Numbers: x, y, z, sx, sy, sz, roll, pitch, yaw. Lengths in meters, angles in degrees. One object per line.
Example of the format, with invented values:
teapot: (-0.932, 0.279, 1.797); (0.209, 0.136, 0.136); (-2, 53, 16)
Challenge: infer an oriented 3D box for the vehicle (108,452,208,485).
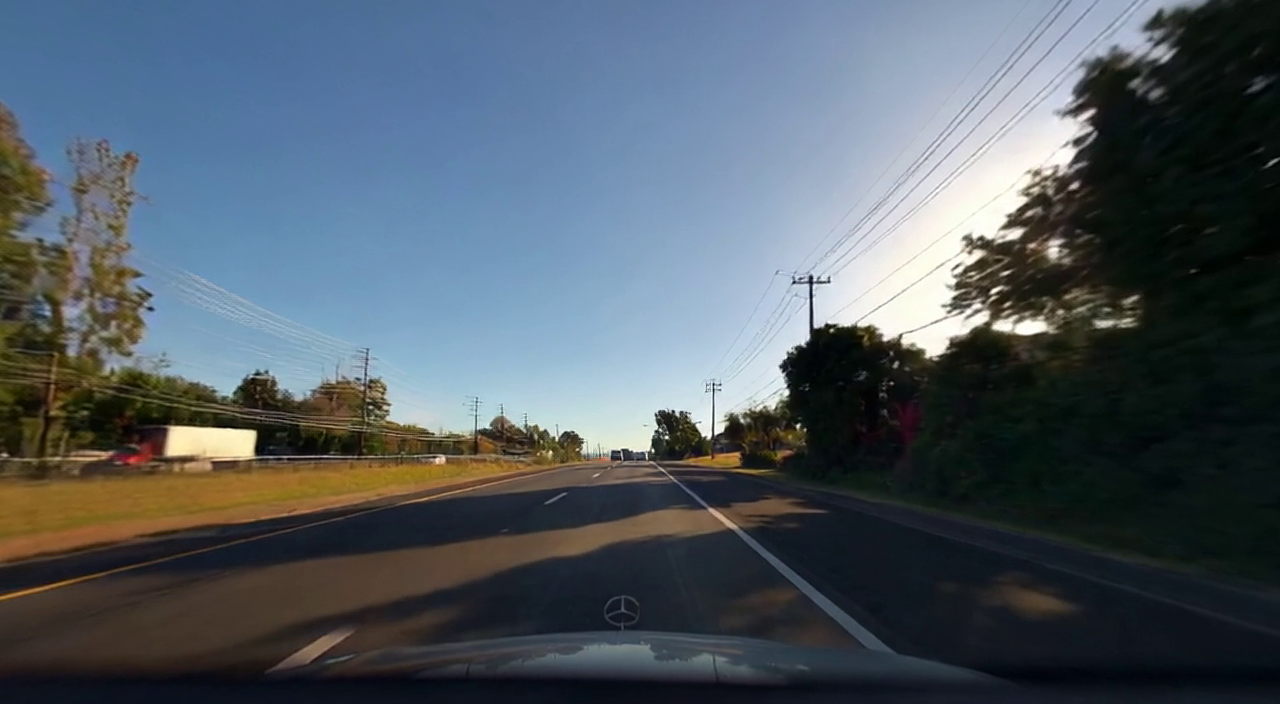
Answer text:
vehicle: (-26.711, 6.451, 35.128); (1.985, 1.659, 4.578); (0, -9, 0)
